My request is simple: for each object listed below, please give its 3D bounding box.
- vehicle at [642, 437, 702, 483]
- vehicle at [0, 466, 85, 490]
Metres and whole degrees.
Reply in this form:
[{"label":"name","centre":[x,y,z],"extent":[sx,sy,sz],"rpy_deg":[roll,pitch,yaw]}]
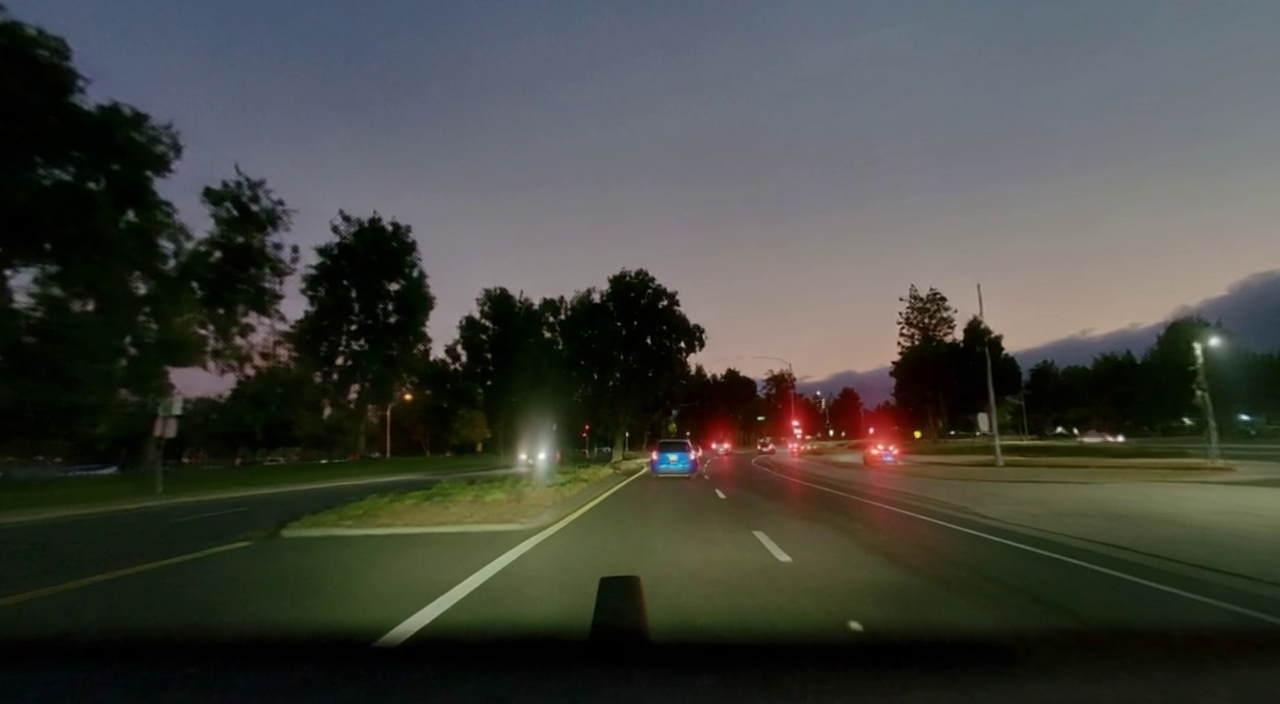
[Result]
[{"label":"vehicle","centre":[1.201,3.925,23.251],"extent":[2.010,1.535,3.735],"rpy_deg":[-1,-8,4]},{"label":"vehicle","centre":[-38.576,8.064,40.409],"extent":[4.365,1.430,1.898],"rpy_deg":[-1,-8,4]}]
